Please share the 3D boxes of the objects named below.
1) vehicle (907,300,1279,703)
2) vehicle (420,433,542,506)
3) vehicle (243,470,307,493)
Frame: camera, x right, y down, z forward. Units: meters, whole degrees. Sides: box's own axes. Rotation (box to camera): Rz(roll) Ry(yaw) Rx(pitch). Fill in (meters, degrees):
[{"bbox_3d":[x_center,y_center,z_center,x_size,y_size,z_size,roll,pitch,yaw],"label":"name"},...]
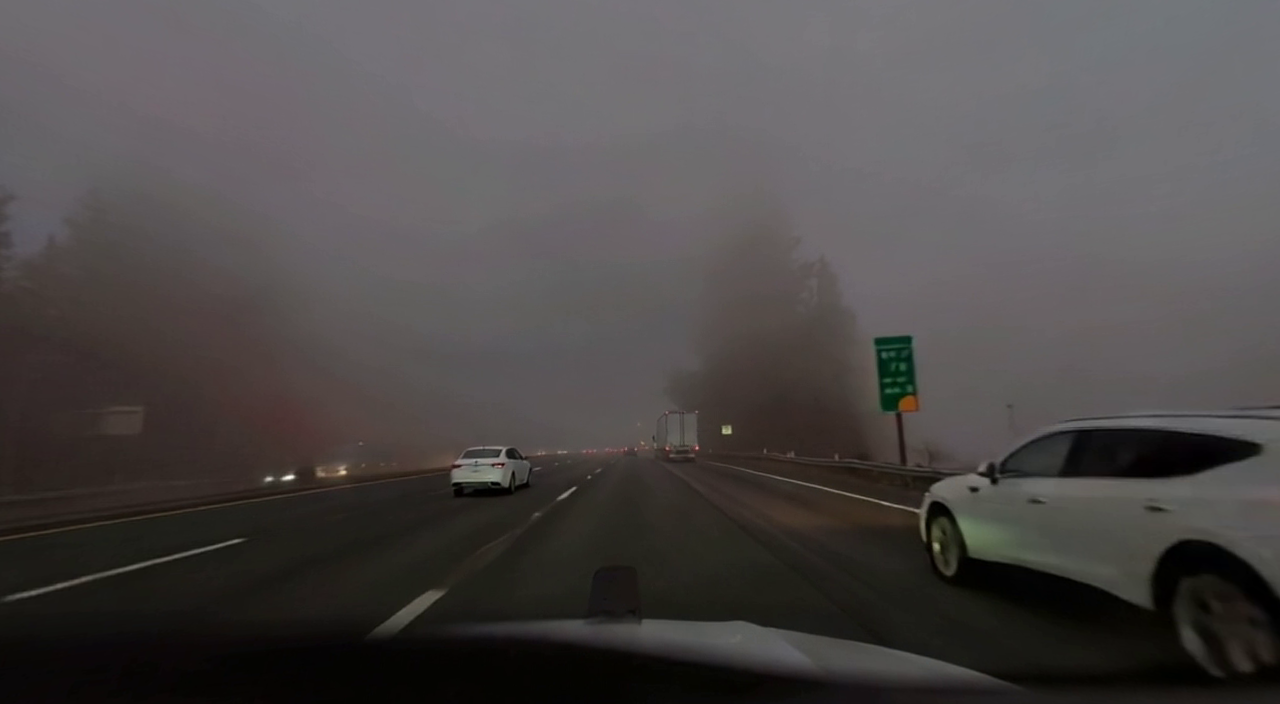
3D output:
[{"bbox_3d":[3.378,0.823,3.154,2.065,1.760,4.488,0,-8,-1],"label":"vehicle"},{"bbox_3d":[-3.881,2.951,16.385,1.903,1.607,4.770,0,-8,0],"label":"vehicle"},{"bbox_3d":[-25.533,9.030,44.369,1.816,1.274,4.395,0,-8,1],"label":"vehicle"}]
